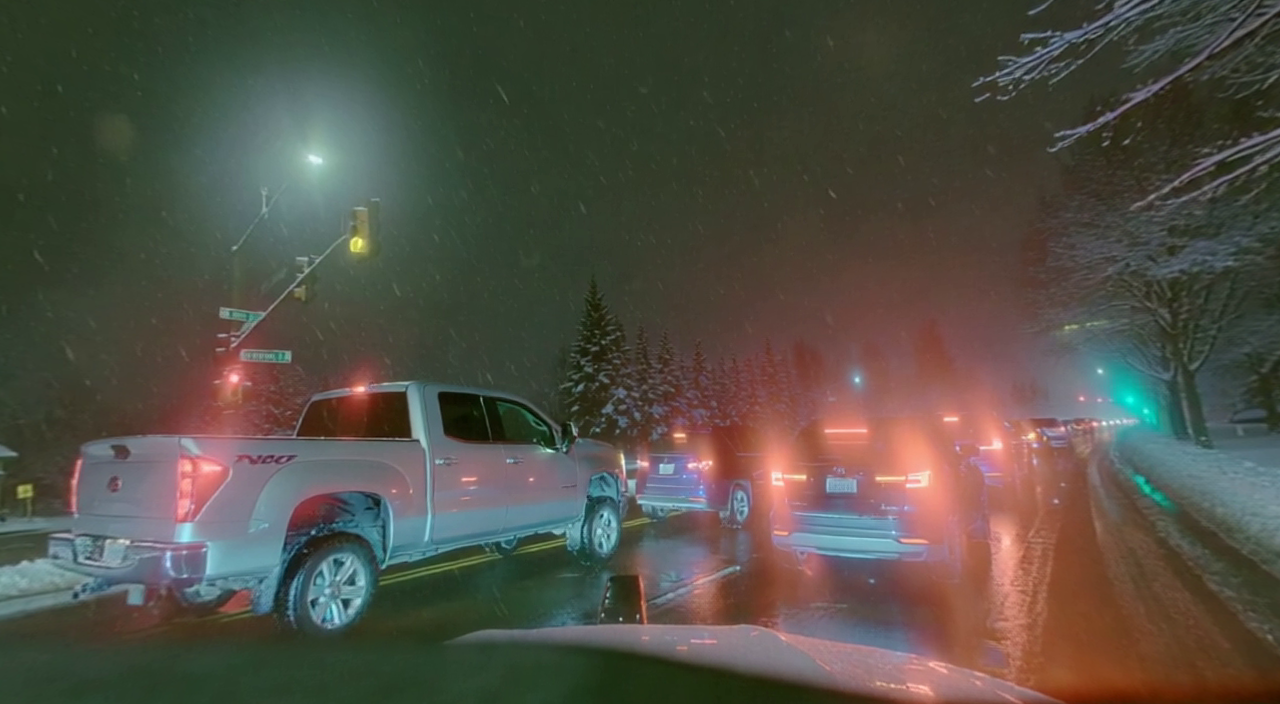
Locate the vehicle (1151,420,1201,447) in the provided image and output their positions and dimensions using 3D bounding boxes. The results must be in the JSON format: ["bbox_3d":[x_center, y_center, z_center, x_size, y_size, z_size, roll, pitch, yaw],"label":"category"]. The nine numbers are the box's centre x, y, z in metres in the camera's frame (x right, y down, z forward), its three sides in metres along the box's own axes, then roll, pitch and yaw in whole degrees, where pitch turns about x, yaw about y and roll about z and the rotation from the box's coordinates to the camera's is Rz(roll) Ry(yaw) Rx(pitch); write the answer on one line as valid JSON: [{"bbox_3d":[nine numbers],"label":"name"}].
[{"bbox_3d":[35.739,5.485,42.206,2.183,1.714,4.491,-6,-11,37],"label":"vehicle"}]

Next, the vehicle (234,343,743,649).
[{"bbox_3d":[-0.881,1.408,7.466,2.272,2.016,6.146,-4,-9,27],"label":"vehicle"}]

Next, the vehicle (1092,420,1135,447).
[{"bbox_3d":[32.768,5.677,43.737,2.160,1.790,4.303,-6,-10,35],"label":"vehicle"}]

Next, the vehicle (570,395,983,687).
[{"bbox_3d":[1.711,1.383,5.981,2.027,1.549,4.801,-6,-10,35],"label":"vehicle"}]
